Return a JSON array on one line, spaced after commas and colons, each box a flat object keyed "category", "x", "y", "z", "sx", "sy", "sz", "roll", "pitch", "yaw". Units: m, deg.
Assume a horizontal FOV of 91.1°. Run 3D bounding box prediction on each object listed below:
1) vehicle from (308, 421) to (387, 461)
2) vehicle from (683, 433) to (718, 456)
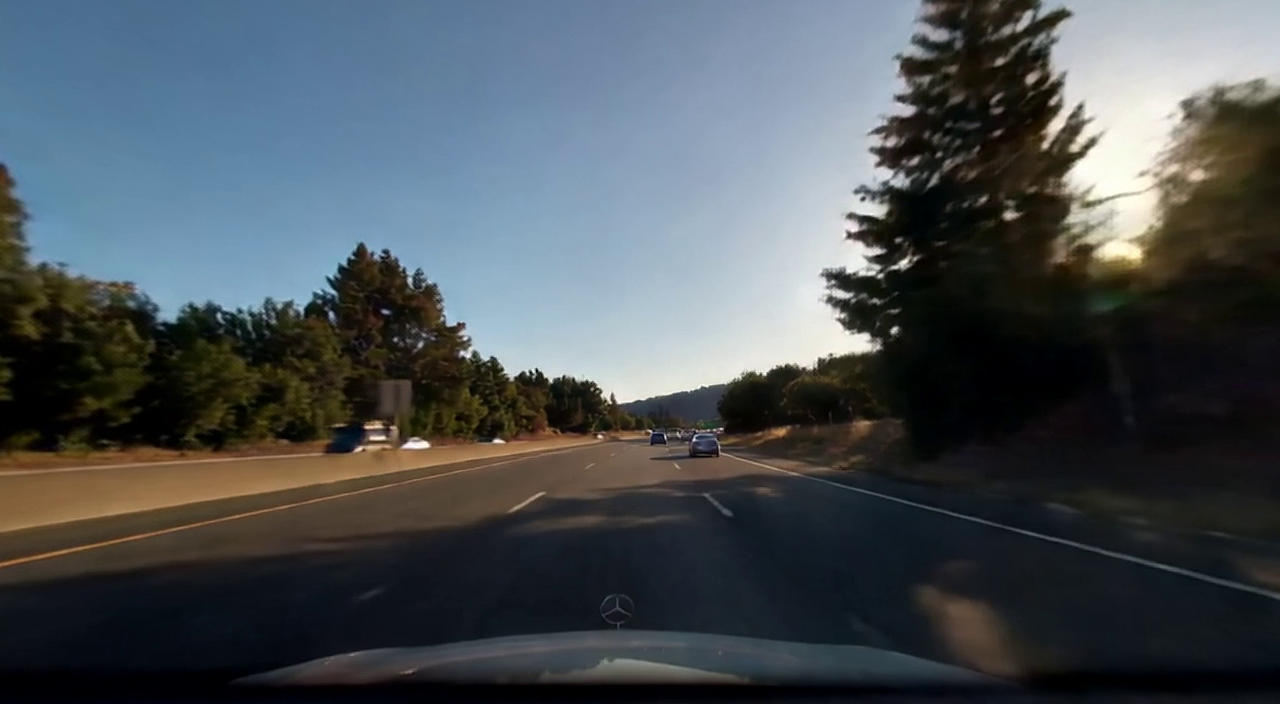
[{"category": "vehicle", "x": -19.967, "y": 6.108, "z": 43.292, "sx": 2.376, "sy": 2.574, "sz": 5.921, "roll": 0, "pitch": -8, "yaw": 2}, {"category": "vehicle", "x": 4.067, "y": 6.339, "z": 43.167, "sx": 1.982, "sy": 1.452, "sz": 4.294, "roll": 0, "pitch": -8, "yaw": 0}]
